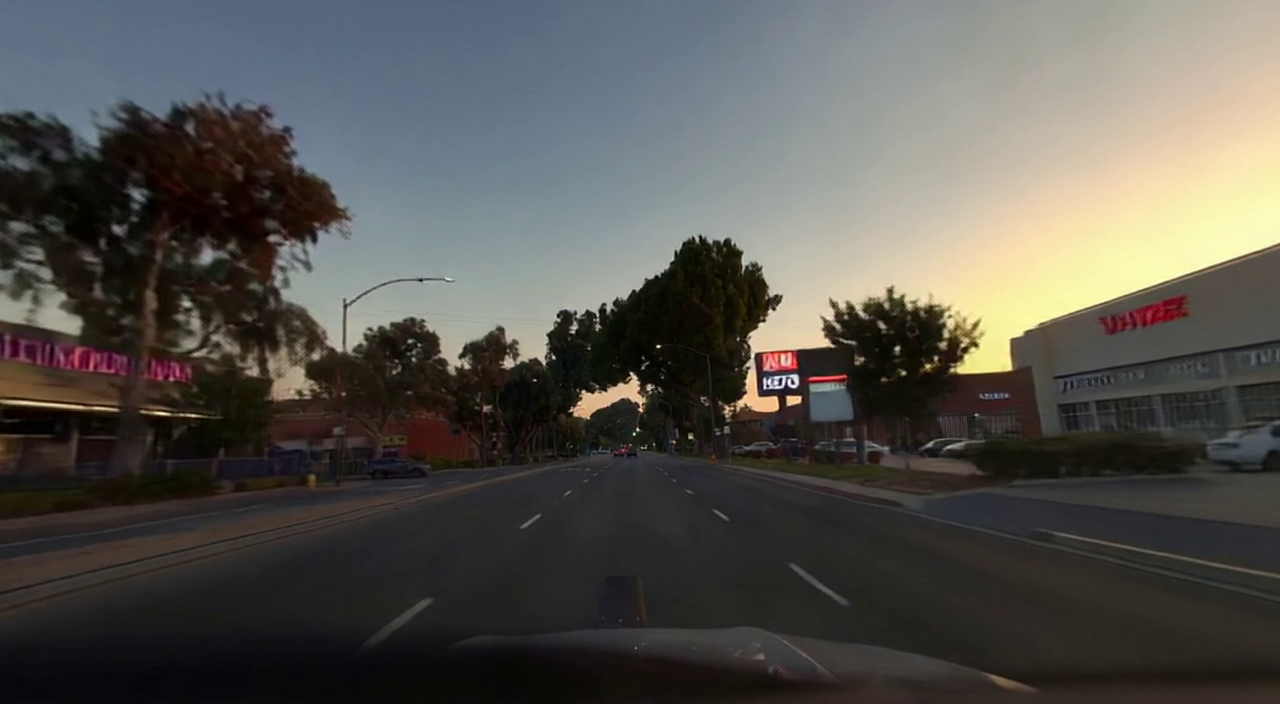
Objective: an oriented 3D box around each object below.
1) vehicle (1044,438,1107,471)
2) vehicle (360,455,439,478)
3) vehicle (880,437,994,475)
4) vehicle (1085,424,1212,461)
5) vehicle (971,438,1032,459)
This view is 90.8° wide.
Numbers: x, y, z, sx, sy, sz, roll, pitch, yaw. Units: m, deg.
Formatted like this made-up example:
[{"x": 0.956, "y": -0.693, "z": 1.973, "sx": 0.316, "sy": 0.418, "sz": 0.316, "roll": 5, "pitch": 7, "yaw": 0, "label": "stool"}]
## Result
[{"x": 21.163, "y": 4.978, "z": 30.869, "sx": 1.901, "sy": 1.461, "sz": 4.482, "roll": -5, "pitch": -9, "yaw": 27, "label": "vehicle"}, {"x": -17.067, "y": 8.158, "z": 45.005, "sx": 4.752, "sy": 1.523, "sz": 2.123, "roll": 0, "pitch": -8, "yaw": -2, "label": "vehicle"}, {"x": 15.969, "y": 5.618, "z": 34.188, "sx": 4.914, "sy": 1.540, "sz": 2.200, "roll": -6, "pitch": -8, "yaw": 1, "label": "vehicle"}, {"x": 28.190, "y": 5.058, "z": 35.373, "sx": 2.194, "sy": 1.889, "sz": 5.745, "roll": 0, "pitch": -8, "yaw": -1, "label": "vehicle"}, {"x": 26.554, "y": 7.086, "z": 46.601, "sx": 1.867, "sy": 1.434, "sz": 4.485, "roll": 0, "pitch": -8, "yaw": 0, "label": "vehicle"}]
